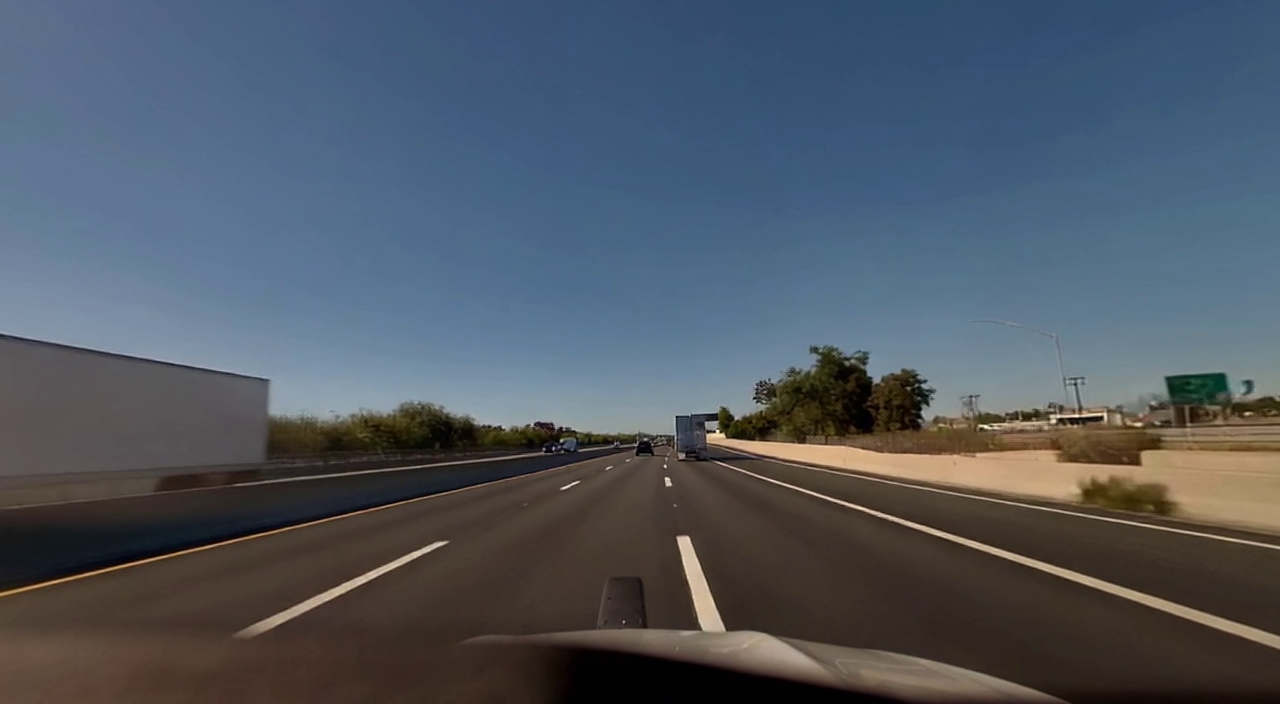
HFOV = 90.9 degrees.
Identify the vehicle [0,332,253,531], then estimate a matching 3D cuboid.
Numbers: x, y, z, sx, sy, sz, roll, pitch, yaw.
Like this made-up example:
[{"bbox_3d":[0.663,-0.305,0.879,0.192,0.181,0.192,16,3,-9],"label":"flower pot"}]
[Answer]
[{"bbox_3d":[-15.050,1.702,13.429,3.034,4.153,16.197,-1,-8,2],"label":"vehicle"}]
